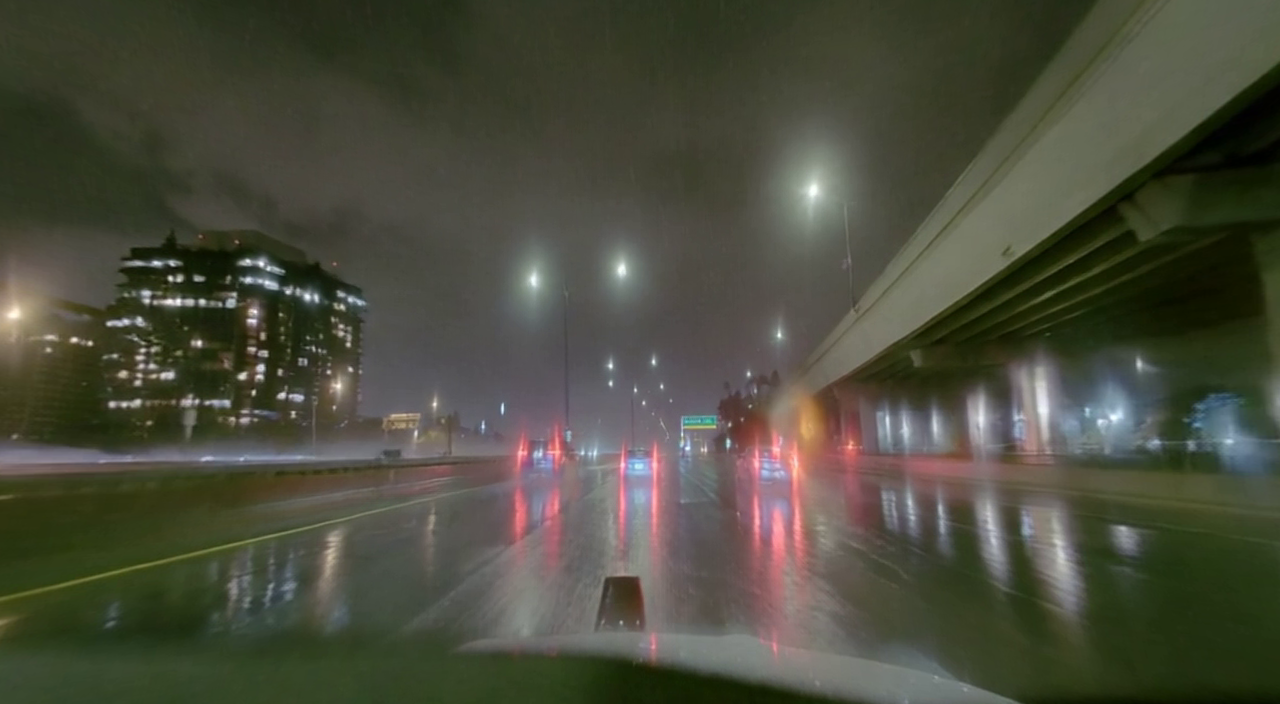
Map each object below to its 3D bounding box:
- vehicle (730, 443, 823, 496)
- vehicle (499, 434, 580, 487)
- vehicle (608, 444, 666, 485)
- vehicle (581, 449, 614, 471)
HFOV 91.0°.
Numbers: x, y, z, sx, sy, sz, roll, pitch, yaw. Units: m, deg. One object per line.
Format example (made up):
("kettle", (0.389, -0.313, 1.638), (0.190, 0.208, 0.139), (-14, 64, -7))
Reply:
("vehicle", (4.149, 3.624, 19.824), (1.974, 1.490, 3.994), (0, -8, 0))
("vehicle", (-3.738, 4.149, 24.383), (2.142, 1.819, 4.648), (0, -8, 3))
("vehicle", (-0.072, 4.416, 25.100), (2.089, 1.493, 3.964), (0, -8, 1))
("vehicle", (-2.968, 7.661, 44.883), (1.868, 1.431, 4.055), (0, -8, 3))
